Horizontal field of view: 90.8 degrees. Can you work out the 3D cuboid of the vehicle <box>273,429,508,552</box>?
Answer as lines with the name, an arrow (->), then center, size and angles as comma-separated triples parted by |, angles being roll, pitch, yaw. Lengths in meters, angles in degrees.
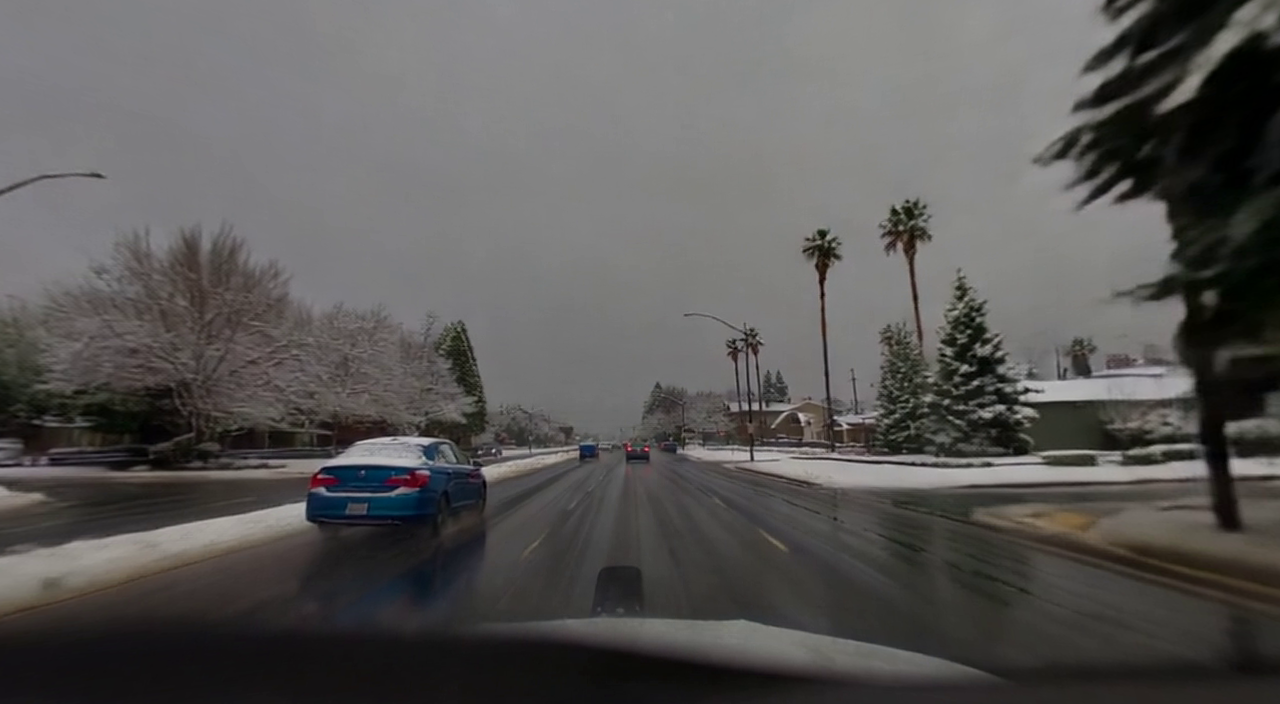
vehicle -> -3.461, 1.984, 9.868 | 1.844, 1.451, 4.543 | 0, -8, 0

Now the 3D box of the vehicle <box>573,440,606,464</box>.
vehicle -> -3.490, 6.921, 44.012 | 2.000, 1.569, 3.794 | 0, -8, -1

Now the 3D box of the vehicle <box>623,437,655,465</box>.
vehicle -> -0.087, 6.663, 42.763 | 2.043, 1.734, 4.253 | 1, -8, -2

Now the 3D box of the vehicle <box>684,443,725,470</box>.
vehicle -> 3.691, 6.034, 36.815 | 1.830, 1.451, 4.009 | 1, -8, -2
